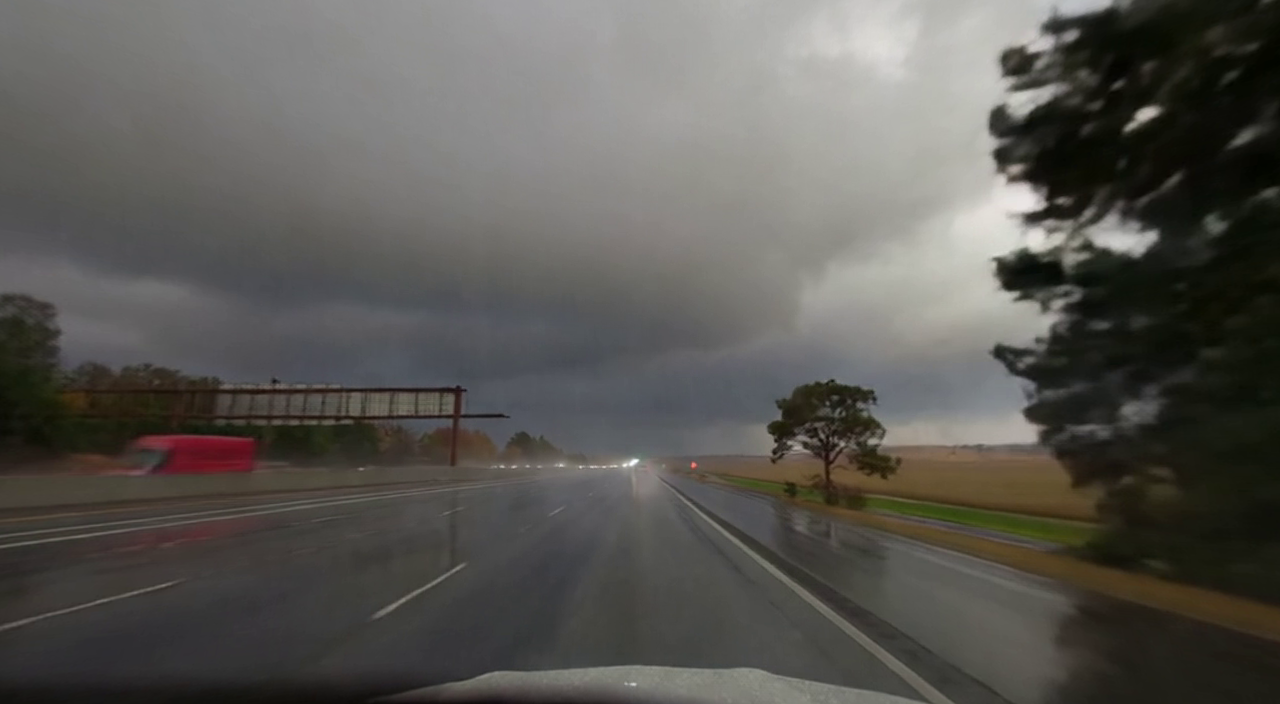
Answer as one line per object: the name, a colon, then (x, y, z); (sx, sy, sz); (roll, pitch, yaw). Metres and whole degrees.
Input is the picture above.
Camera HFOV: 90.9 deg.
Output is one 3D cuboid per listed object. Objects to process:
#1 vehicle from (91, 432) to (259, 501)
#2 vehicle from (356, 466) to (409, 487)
vehicle: (-19.134, 4.790, 26.468); (2.391, 2.511, 5.870); (1, -10, 1)
vehicle: (-19.070, 9.233, 46.894); (1.862, 1.447, 4.666); (1, -10, 1)
